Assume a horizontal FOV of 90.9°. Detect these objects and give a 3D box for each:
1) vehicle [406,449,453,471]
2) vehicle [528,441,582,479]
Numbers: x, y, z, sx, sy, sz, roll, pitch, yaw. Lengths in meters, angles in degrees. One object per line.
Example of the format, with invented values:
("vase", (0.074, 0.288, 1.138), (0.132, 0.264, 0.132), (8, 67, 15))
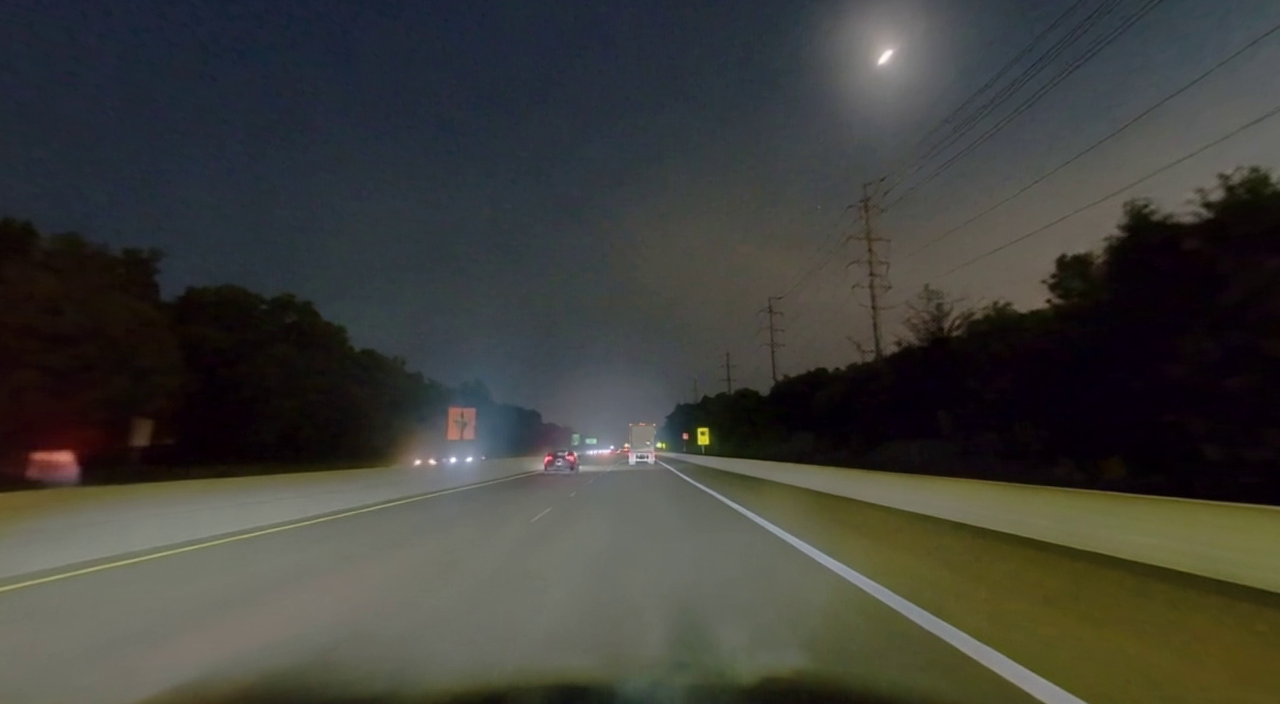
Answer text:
("vehicle", (-16.042, 8.256, 48.348), (1.956, 1.544, 4.599), (0, -9, 1))
("vehicle", (-4.131, 5.301, 31.251), (2.111, 1.735, 4.066), (0, -9, 0))
